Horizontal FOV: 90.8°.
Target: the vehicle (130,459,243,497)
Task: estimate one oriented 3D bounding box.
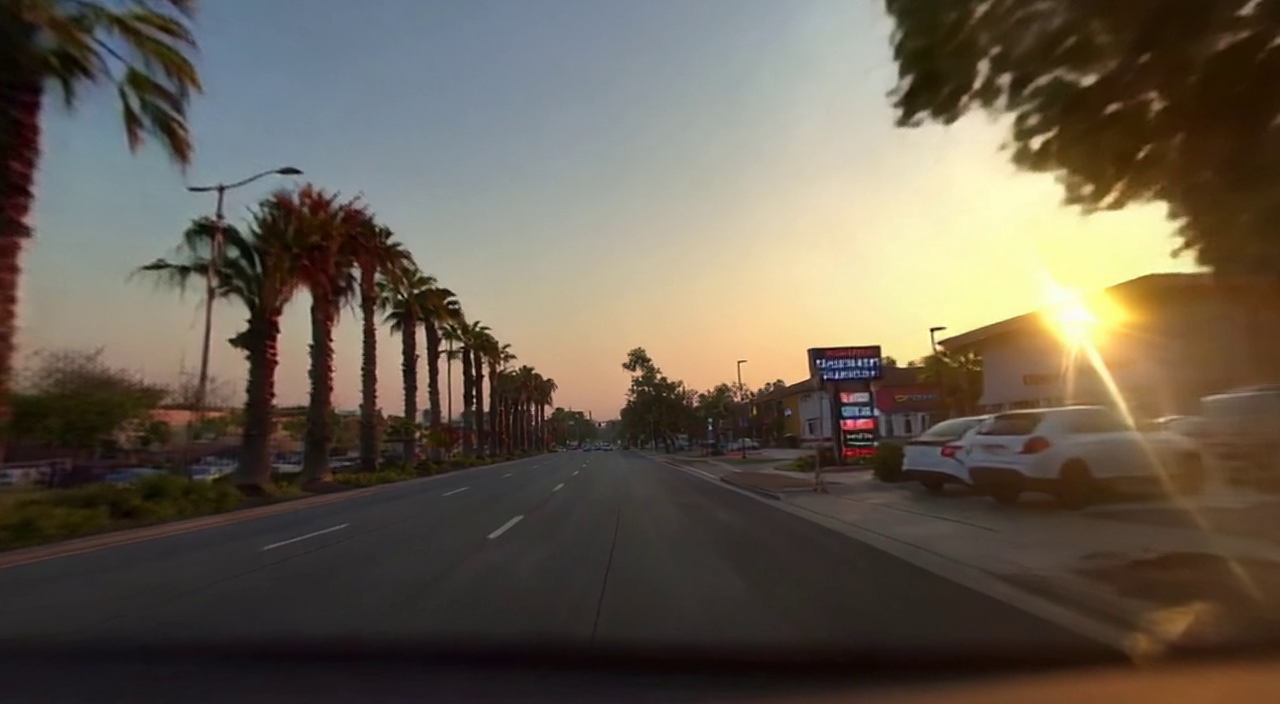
[{"bbox_3d":[-21.386,5.908,30.084,1.970,1.511,4.836,0,-8,-3],"label":"vehicle"}]

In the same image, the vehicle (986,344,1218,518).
[{"bbox_3d":[9.908,1.698,13.334,5.942,2.851,2.531,7,-11,-42],"label":"vehicle"}]

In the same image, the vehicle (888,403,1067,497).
[{"bbox_3d":[8.778,2.480,16.225,5.154,2.026,2.257,7,-11,-41],"label":"vehicle"}]

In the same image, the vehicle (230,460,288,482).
[{"bbox_3d":[-28.868,9.044,48.068,1.807,1.446,4.605,0,-8,-4],"label":"vehicle"}]
